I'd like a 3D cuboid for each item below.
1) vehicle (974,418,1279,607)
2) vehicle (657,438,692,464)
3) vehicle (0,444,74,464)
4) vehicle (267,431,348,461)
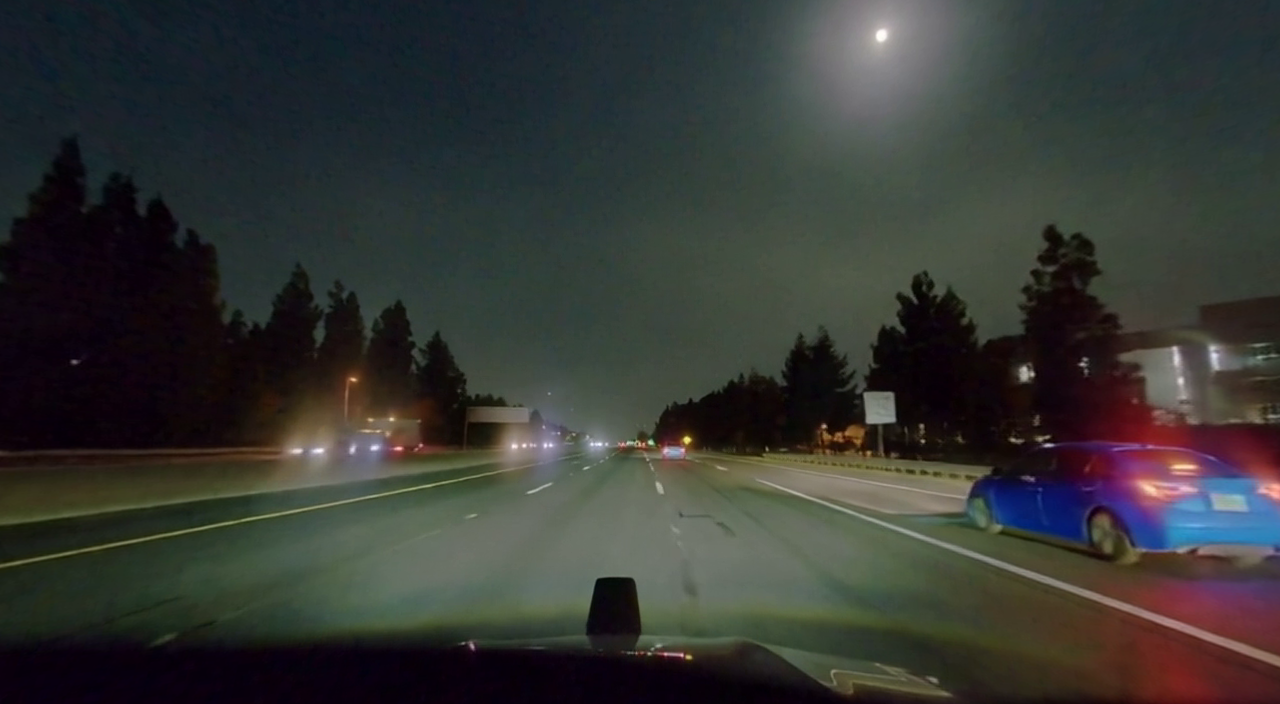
[{"bbox_3d":[6.219,1.651,7.457,2.029,1.528,4.644,0,-9,0],"label":"vehicle"},{"bbox_3d":[2.380,6.909,44.214,2.127,1.692,4.382,0,-9,-1],"label":"vehicle"},{"bbox_3d":[-46.898,7.820,48.632,1.897,1.465,4.751,-1,-9,5],"label":"vehicle"},{"bbox_3d":[-18.445,5.251,35.326,1.969,1.537,4.574,0,-9,1],"label":"vehicle"}]
